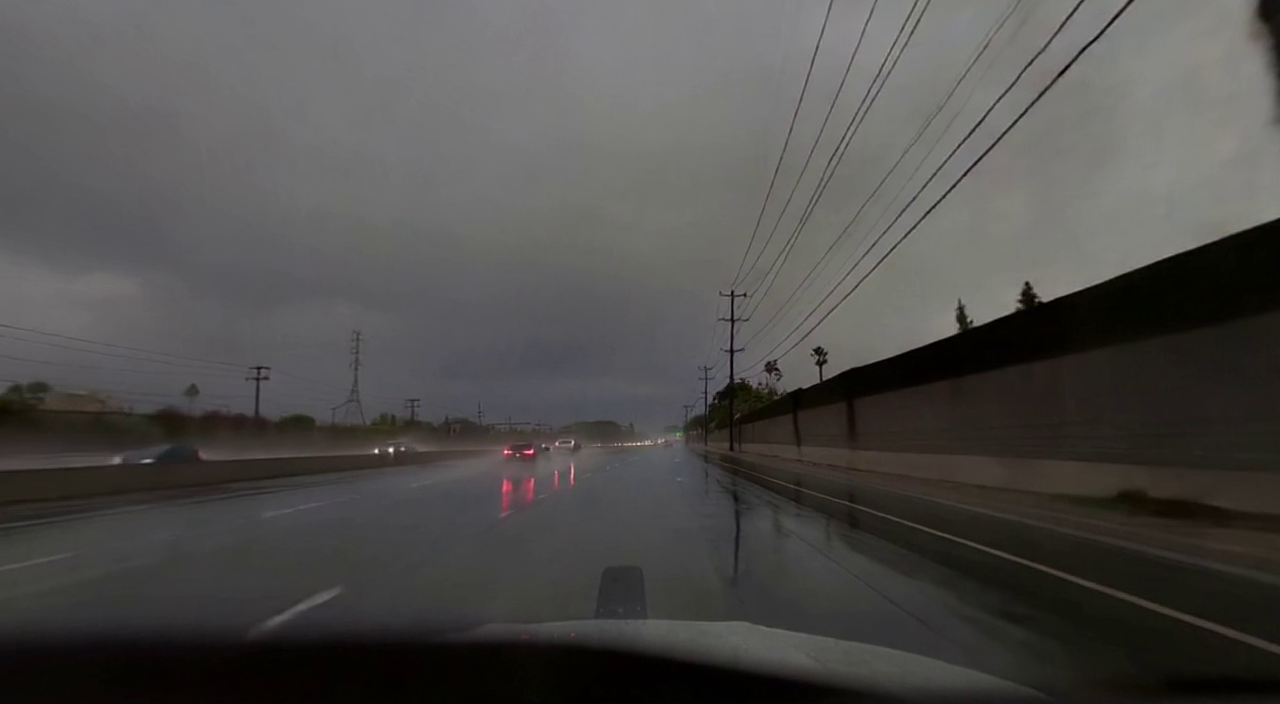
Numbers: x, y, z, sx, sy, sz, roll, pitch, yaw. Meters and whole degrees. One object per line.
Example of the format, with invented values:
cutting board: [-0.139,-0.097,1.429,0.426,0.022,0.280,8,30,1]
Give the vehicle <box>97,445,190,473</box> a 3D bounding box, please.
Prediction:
vehicle: [-30.392,6.527,38.825,1.932,1.555,4.652,0,-8,-1]

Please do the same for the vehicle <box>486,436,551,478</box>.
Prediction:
vehicle: [-4.996,4.373,26.463,2.029,1.609,3.935,0,-8,-1]
